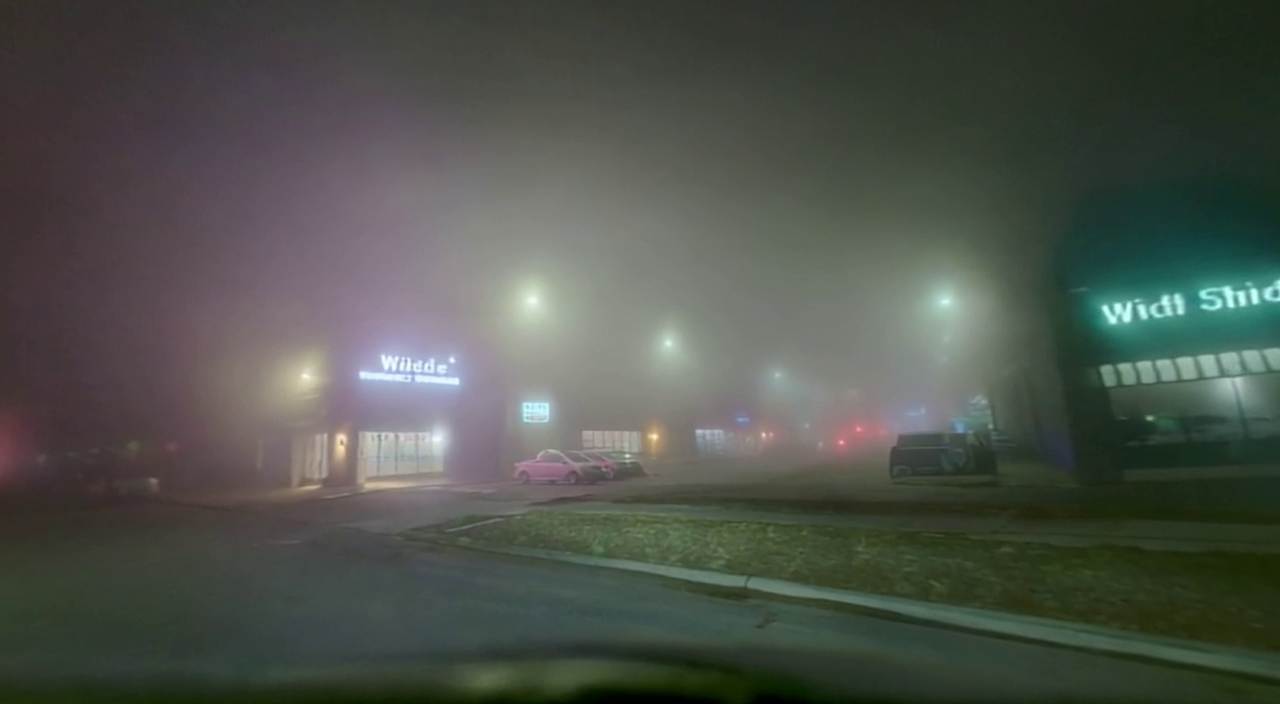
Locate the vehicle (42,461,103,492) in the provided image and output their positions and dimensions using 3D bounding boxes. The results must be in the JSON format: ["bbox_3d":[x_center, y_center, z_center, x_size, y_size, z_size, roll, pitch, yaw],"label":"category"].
[{"bbox_3d":[-34.497,7.510,38.273,4.194,1.691,2.053,-7,-11,40],"label":"vehicle"}]

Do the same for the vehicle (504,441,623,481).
[{"bbox_3d":[-3.319,4.734,27.477,4.814,1.618,1.869,-3,-9,19],"label":"vehicle"}]

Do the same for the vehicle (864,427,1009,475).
[{"bbox_3d":[11.394,3.822,24.380,4.706,1.663,1.993,-6,-10,34],"label":"vehicle"}]

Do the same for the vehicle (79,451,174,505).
[{"bbox_3d":[-21.418,5.148,26.235,4.748,2.013,2.150,-9,-12,41],"label":"vehicle"}]
